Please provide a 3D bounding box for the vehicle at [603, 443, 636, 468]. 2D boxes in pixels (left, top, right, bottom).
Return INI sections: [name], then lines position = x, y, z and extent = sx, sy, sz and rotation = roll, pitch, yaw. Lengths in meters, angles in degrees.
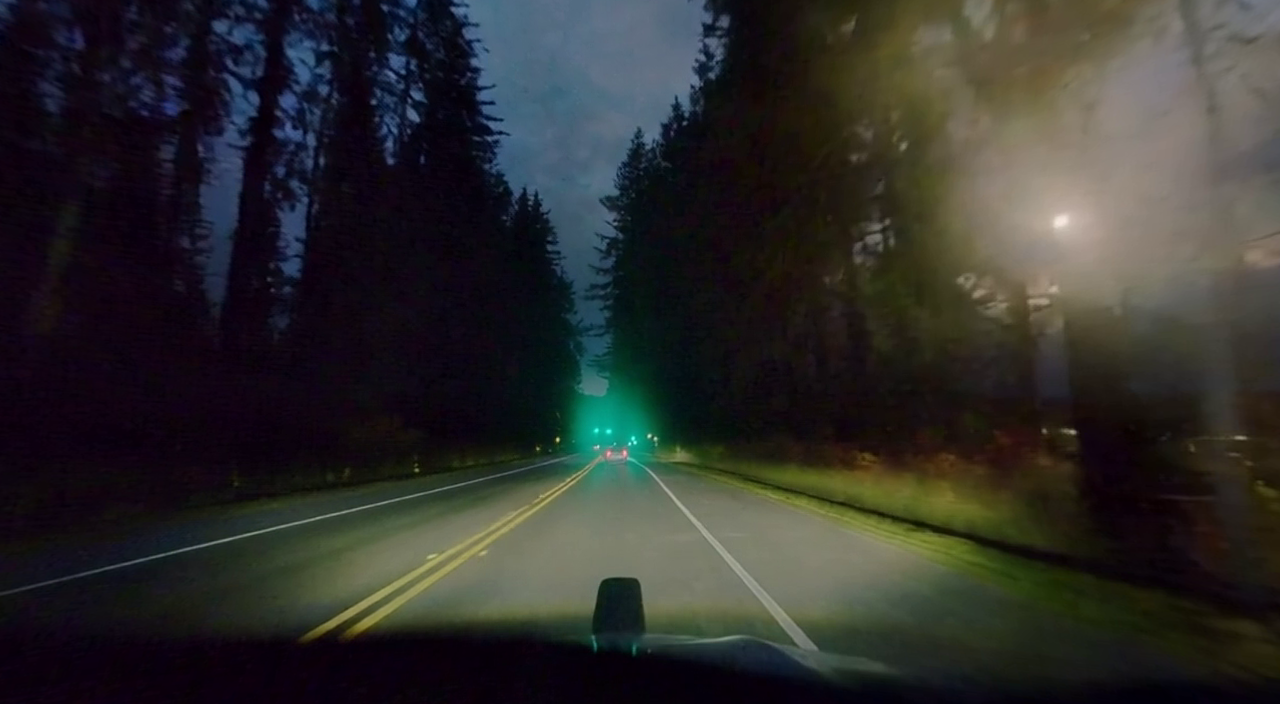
[vehicle]
position = -1.356, 6.763, 41.432
extent = 2.042, 1.489, 3.963
rotation = 0, -8, -2
